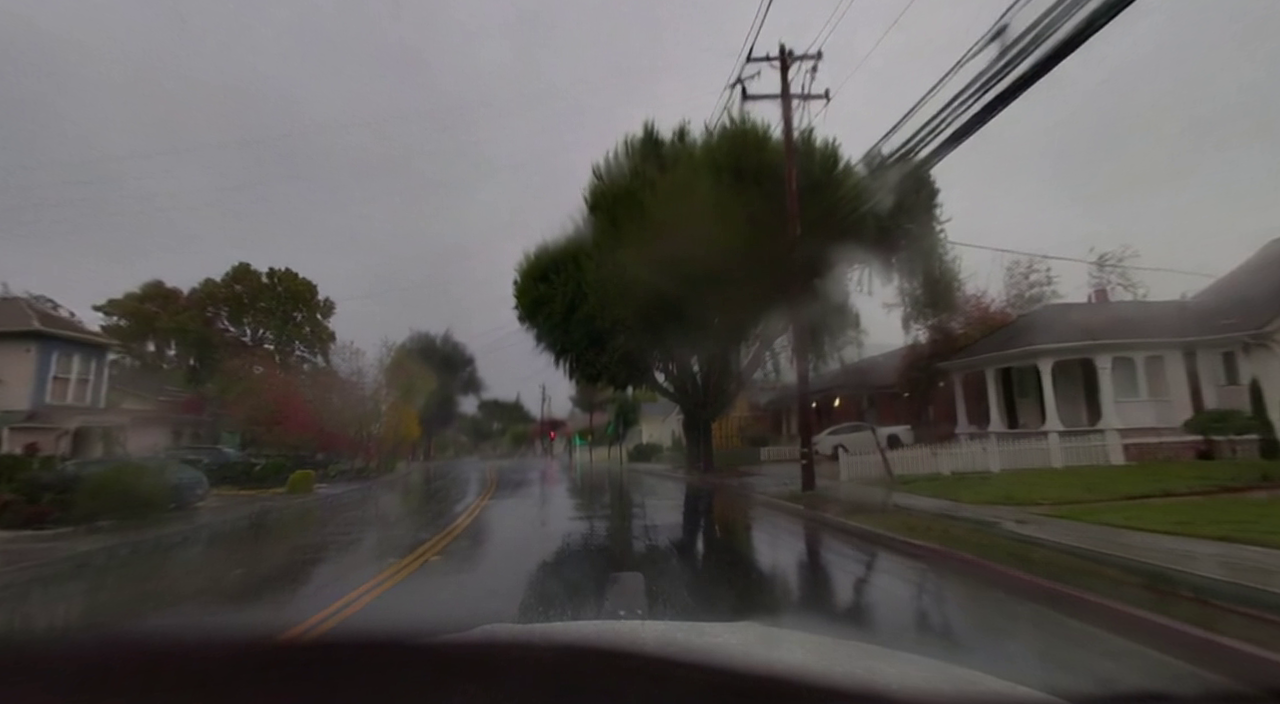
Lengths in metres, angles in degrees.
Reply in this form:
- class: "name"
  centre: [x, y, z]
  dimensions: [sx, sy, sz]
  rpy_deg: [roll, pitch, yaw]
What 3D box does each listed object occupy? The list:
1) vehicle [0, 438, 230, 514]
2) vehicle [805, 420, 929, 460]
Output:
- class: "vehicle"
  centre: [-13.425, 3.108, 16.201]
  dimensions: [4.321, 1.772, 2.161]
  rpy_deg: [-1, -8, 5]
- class: "vehicle"
  centre: [9.559, 3.735, 26.950]
  dimensions: [4.566, 1.623, 1.906]
  rpy_deg: [0, -8, 4]
